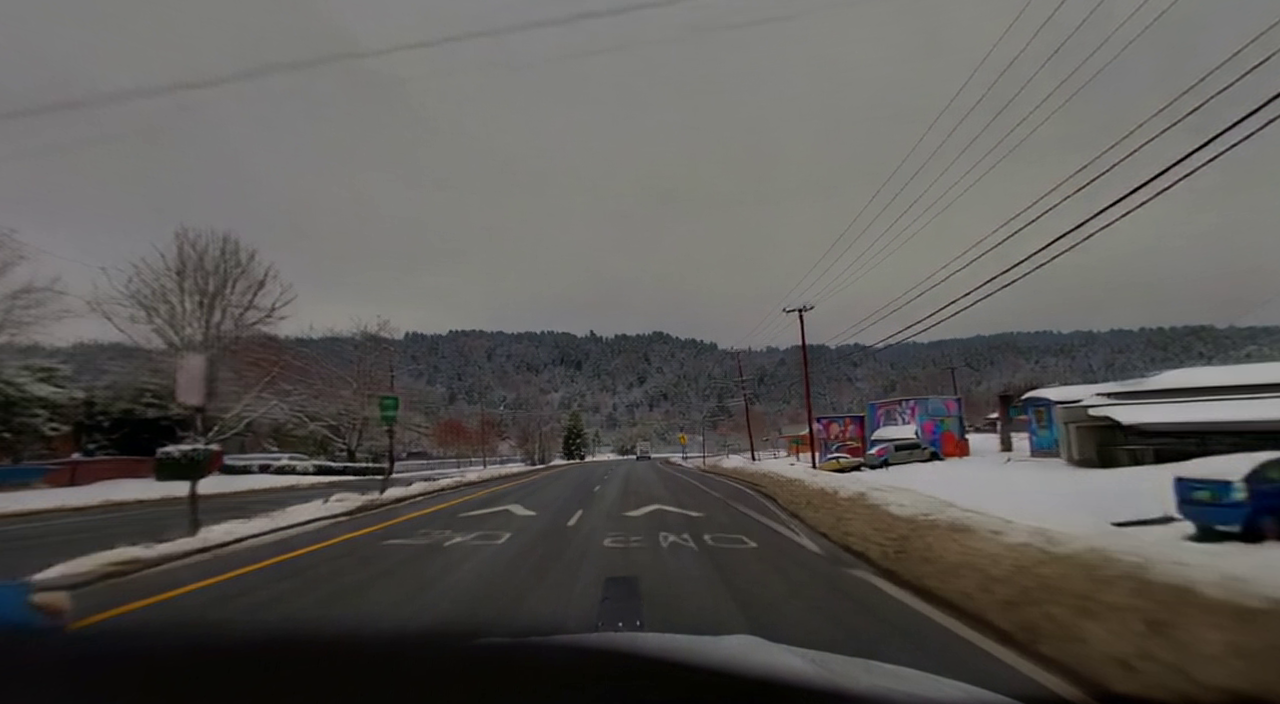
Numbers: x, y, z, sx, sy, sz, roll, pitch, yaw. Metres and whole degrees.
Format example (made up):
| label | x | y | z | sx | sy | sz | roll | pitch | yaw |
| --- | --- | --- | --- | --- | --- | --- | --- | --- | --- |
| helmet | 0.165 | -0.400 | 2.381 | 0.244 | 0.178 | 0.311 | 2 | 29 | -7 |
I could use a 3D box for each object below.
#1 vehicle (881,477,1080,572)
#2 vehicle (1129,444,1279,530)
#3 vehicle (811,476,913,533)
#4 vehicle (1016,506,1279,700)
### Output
| label | x | y | z | sx | sy | sz | roll | pitch | yaw |
| --- | --- | --- | --- | --- | --- | --- | --- | --- | --- |
| vehicle | 6.905 | 3.498 | 13.417 | 1.838 | 1.475 | 4.152 | 0 | -9 | -1 |
| vehicle | 15.249 | 3.239 | 15.501 | 4.798 | 1.934 | 1.908 | 0 | -9 | 0 |
| vehicle | 7.098 | 4.895 | 20.652 | 1.849 | 1.439 | 4.143 | 0 | -9 | 1 |
| vehicle | 6.893 | 2.853 | 7.975 | 1.797 | 1.401 | 4.088 | 0 | -9 | 1 |
